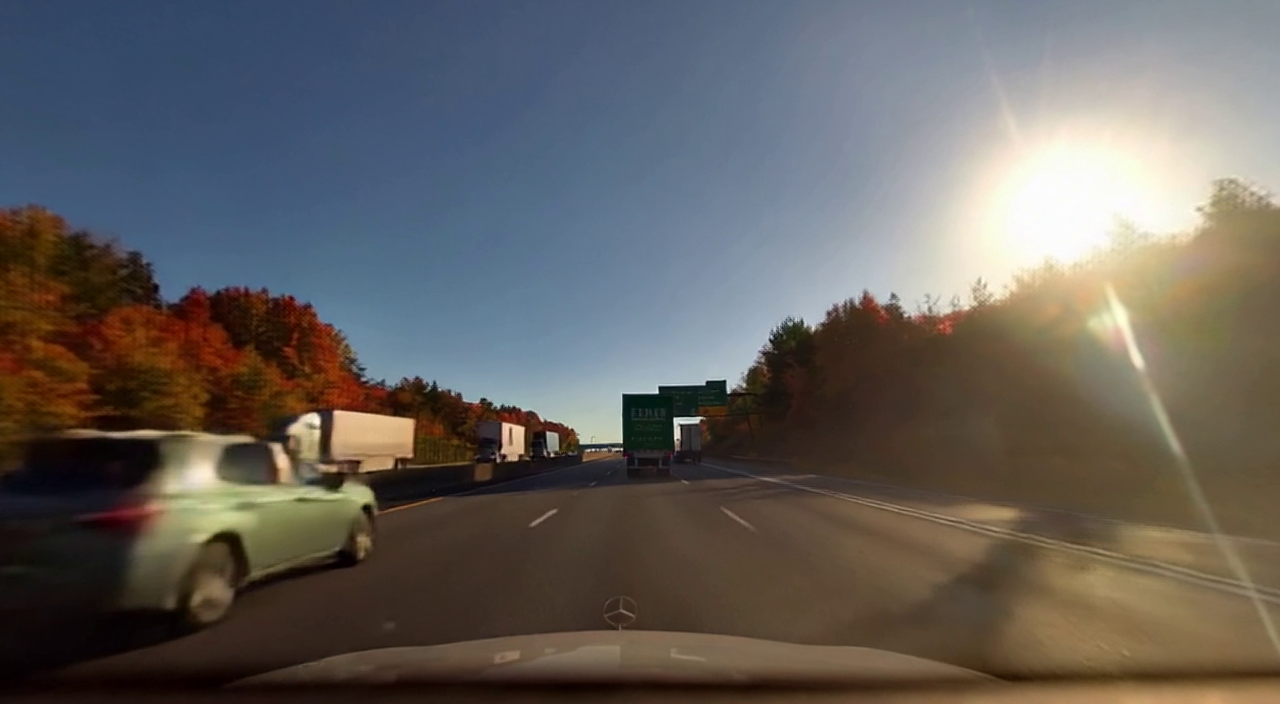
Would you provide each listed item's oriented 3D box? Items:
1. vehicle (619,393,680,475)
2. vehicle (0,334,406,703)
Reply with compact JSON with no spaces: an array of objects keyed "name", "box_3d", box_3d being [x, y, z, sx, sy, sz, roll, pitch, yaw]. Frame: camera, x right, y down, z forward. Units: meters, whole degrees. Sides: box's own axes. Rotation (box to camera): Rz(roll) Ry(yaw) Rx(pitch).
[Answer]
[{"name":"vehicle","box_3d":[0.465,4.892,36.679,3.057,4.073,10.792,0,-9,0]},{"name":"vehicle","box_3d":[-3.734,1.117,4.782,2.097,1.711,4.594,0,-9,0]}]
